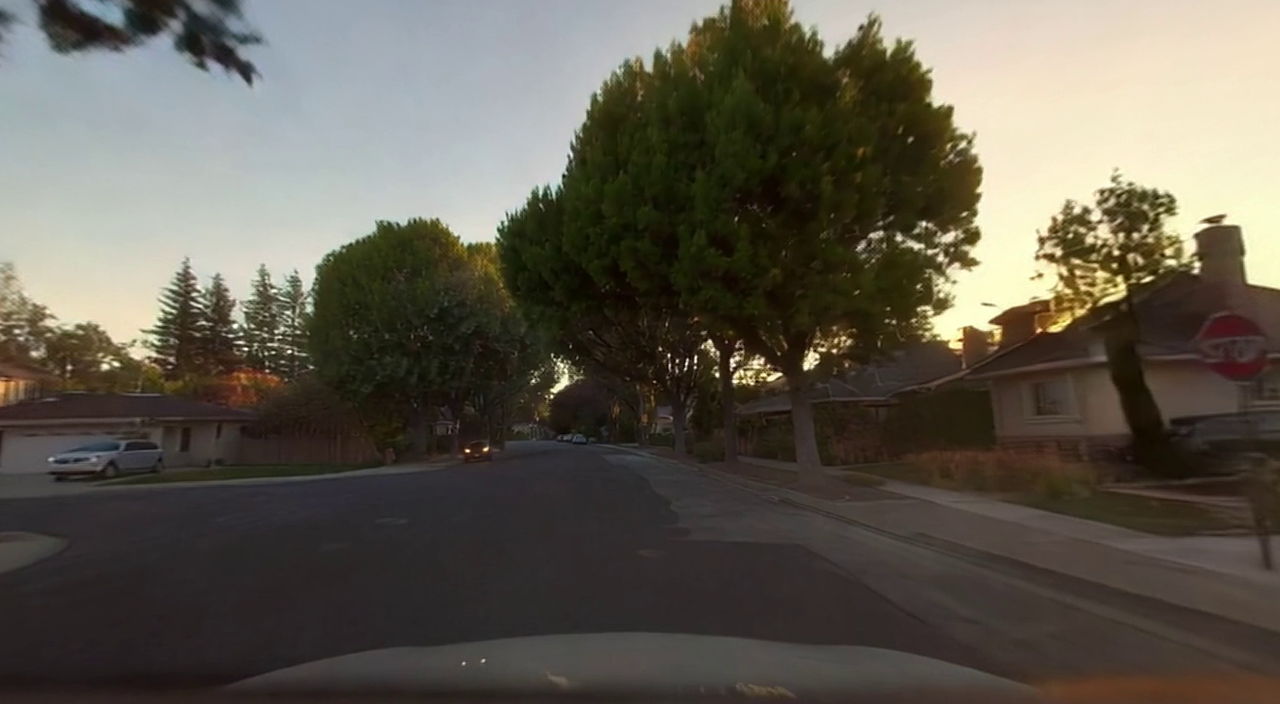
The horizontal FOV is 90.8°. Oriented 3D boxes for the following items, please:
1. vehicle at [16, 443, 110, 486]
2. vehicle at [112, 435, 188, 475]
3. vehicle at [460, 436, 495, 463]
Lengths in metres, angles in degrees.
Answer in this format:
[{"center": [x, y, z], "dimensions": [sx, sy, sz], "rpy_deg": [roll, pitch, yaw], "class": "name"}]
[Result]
[{"center": [-24.945, 4.822, 27.473], "dimensions": [1.883, 1.687, 3.908], "rpy_deg": [4, -9, -26], "class": "vehicle"}, {"center": [-24.344, 5.119, 31.604], "dimensions": [1.973, 1.787, 5.045], "rpy_deg": [4, -9, -27], "class": "vehicle"}, {"center": [-10.573, 6.379, 41.408], "dimensions": [1.994, 1.656, 4.334], "rpy_deg": [2, -9, -12], "class": "vehicle"}]
